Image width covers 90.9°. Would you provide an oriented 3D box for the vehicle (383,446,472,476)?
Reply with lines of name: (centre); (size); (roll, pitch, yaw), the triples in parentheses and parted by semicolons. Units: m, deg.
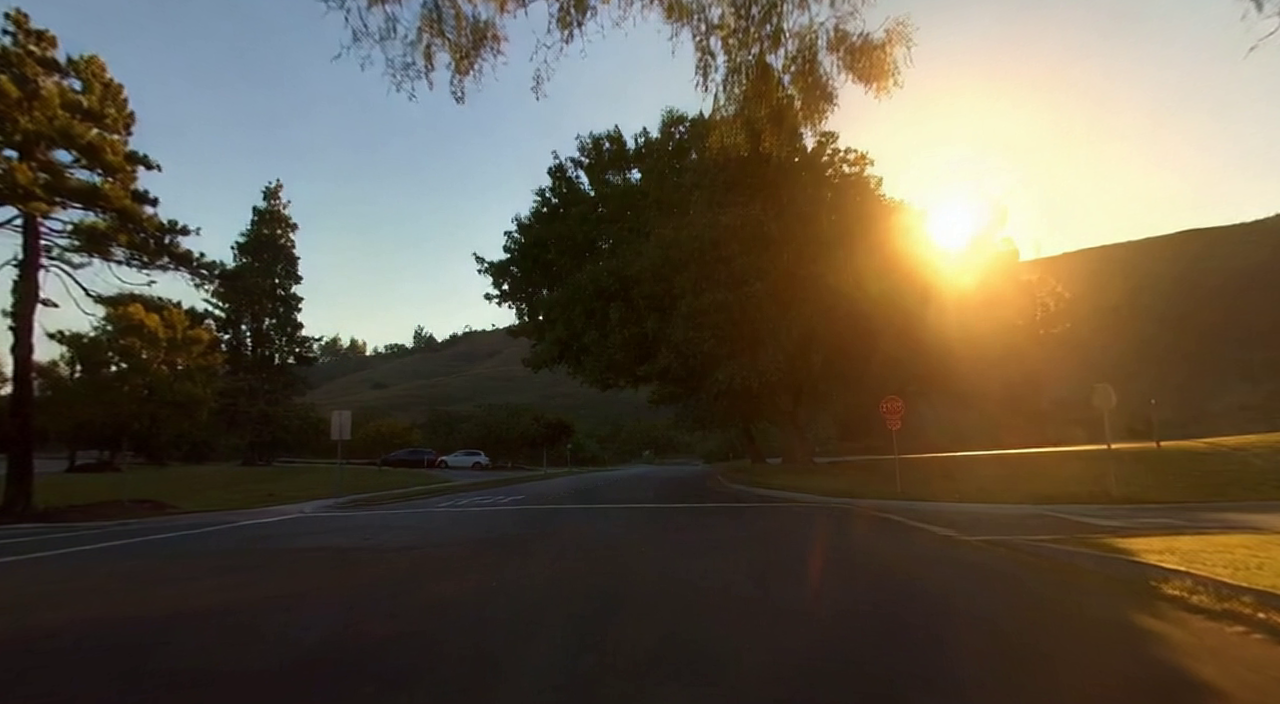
vehicle: (-12.743, 6.560, 37.928); (4.590, 1.735, 1.973); (-1, -9, 3)
